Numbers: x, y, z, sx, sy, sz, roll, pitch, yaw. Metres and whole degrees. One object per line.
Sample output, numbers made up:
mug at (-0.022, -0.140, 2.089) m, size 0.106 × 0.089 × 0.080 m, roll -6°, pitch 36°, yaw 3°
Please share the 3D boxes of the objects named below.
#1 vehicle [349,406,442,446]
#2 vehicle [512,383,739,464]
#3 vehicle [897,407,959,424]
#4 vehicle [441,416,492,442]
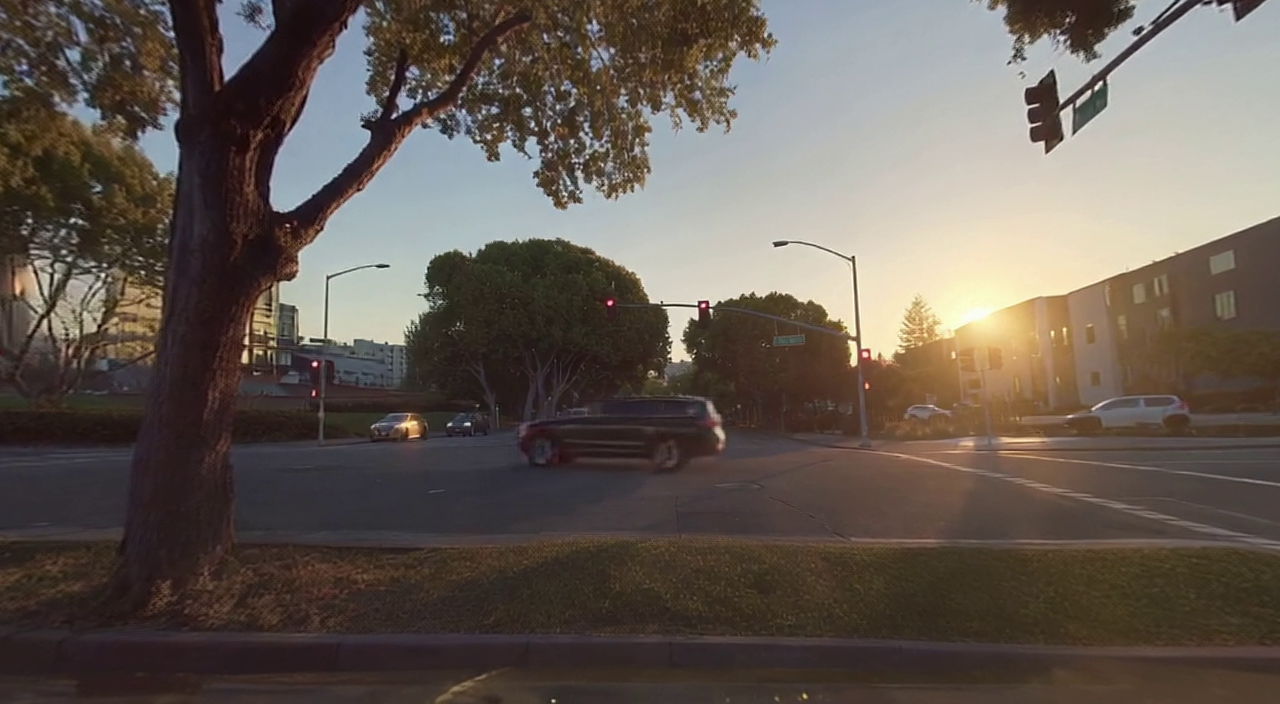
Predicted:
vehicle at (-12.500, 3.928, 32.746) m, size 2.340 × 1.902 × 4.920 m, roll -2°, pitch -9°, yaw 8°
vehicle at (-0.320, 1.867, 16.141) m, size 5.383 × 1.870 × 2.203 m, roll -1°, pitch -9°, yaw 3°
vehicle at (22.067, 4.895, 48.526) m, size 3.933 × 1.219 × 1.700 m, roll -1°, pitch -9°, yaw 4°
vehicle at (-11.225, 5.077, 41.247) m, size 1.899 × 1.510 × 4.294 m, roll -1°, pitch -9°, yaw 4°
